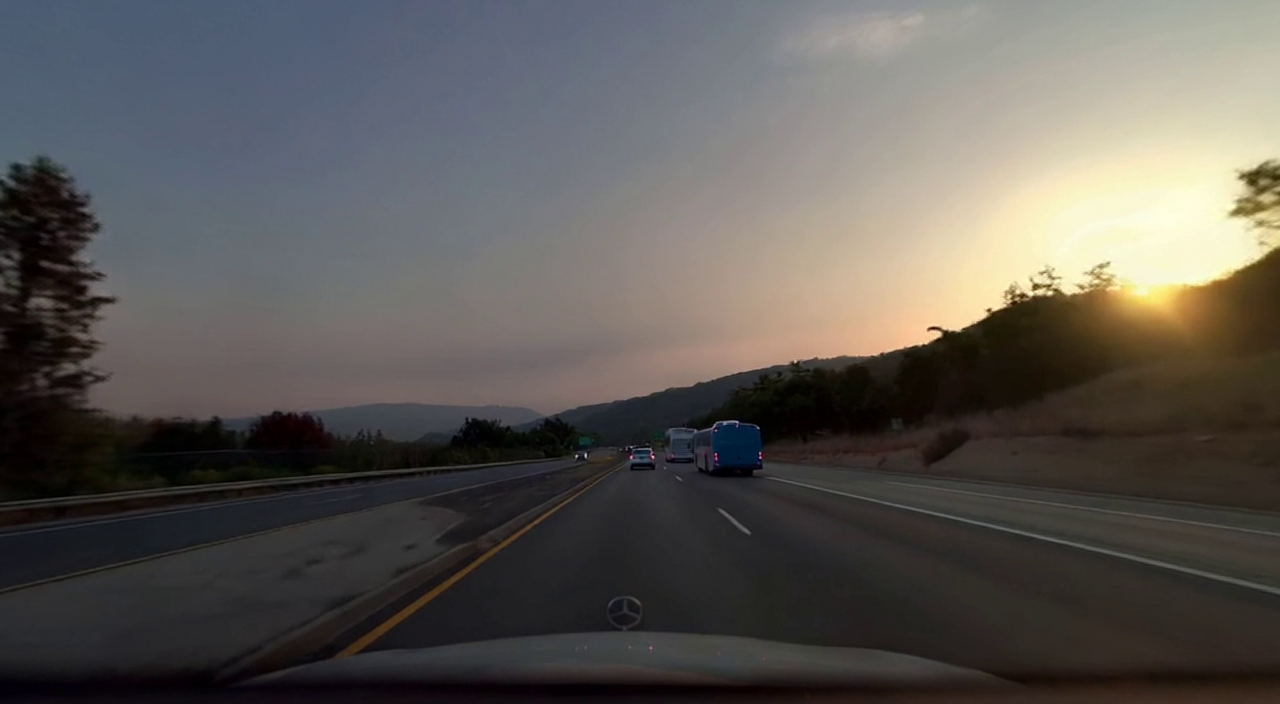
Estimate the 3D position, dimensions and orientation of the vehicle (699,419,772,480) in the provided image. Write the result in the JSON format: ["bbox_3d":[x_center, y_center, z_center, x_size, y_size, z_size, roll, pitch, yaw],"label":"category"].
[{"bbox_3d":[4.365,4.644,29.951,2.440,2.555,5.957,0,-9,0],"label":"vehicle"}]

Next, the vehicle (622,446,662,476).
[{"bbox_3d":[0.070,5.717,33.192,2.004,1.449,3.817,0,-9,-1],"label":"vehicle"}]
